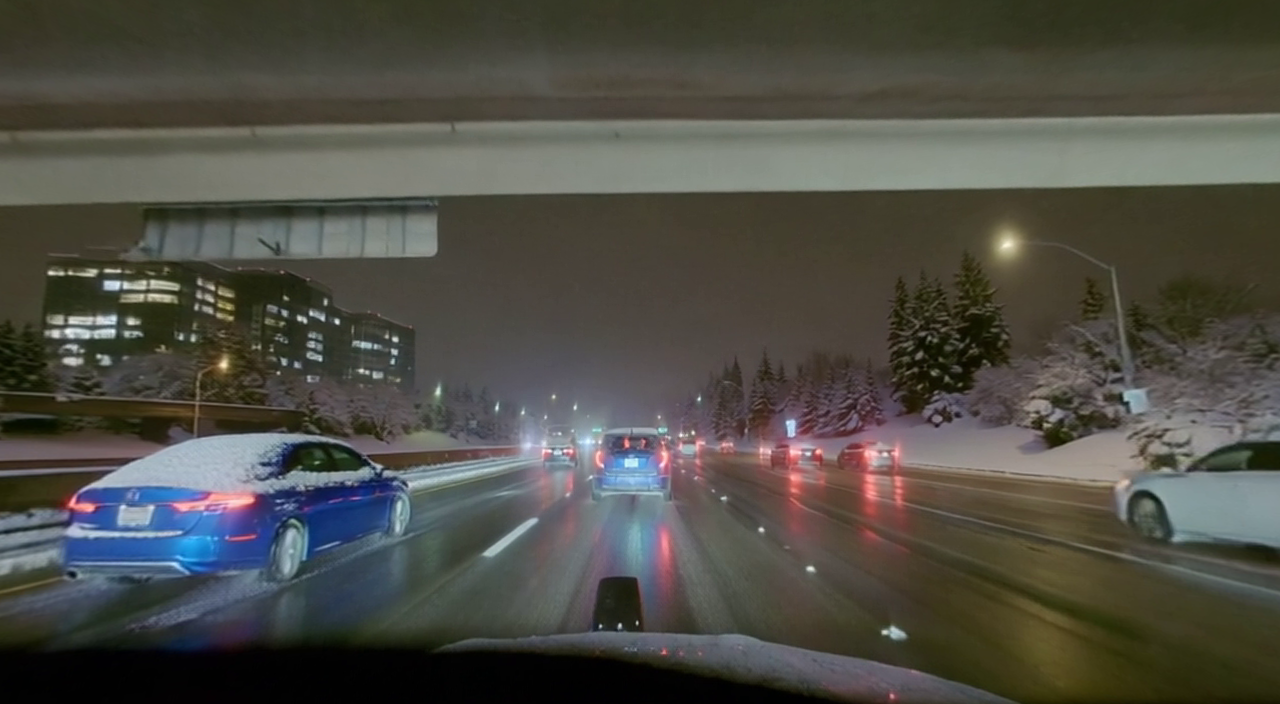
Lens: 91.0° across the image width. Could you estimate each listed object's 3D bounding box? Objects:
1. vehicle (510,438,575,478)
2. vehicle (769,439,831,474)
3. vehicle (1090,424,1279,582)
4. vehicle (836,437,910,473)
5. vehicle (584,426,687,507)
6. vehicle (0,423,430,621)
[{"bbox_3d":[-3.957,4.372,26.170,1.947,1.516,4.295,0,-9,1],"label":"vehicle"},{"bbox_3d":[7.385,4.853,29.421,1.880,1.526,3.641,0,-9,0],"label":"vehicle"},{"bbox_3d":[7.274,1.518,6.386,2.049,1.521,4.604,0,-9,1],"label":"vehicle"},{"bbox_3d":[11.546,5.123,31.528,1.992,1.625,4.359,1,-9,-1],"label":"vehicle"},{"bbox_3d":[-0.081,2.726,15.369,2.181,1.697,4.021,0,-9,0],"label":"vehicle"},{"bbox_3d":[-4.107,1.629,7.061,1.974,1.478,4.412,0,-9,0],"label":"vehicle"}]
